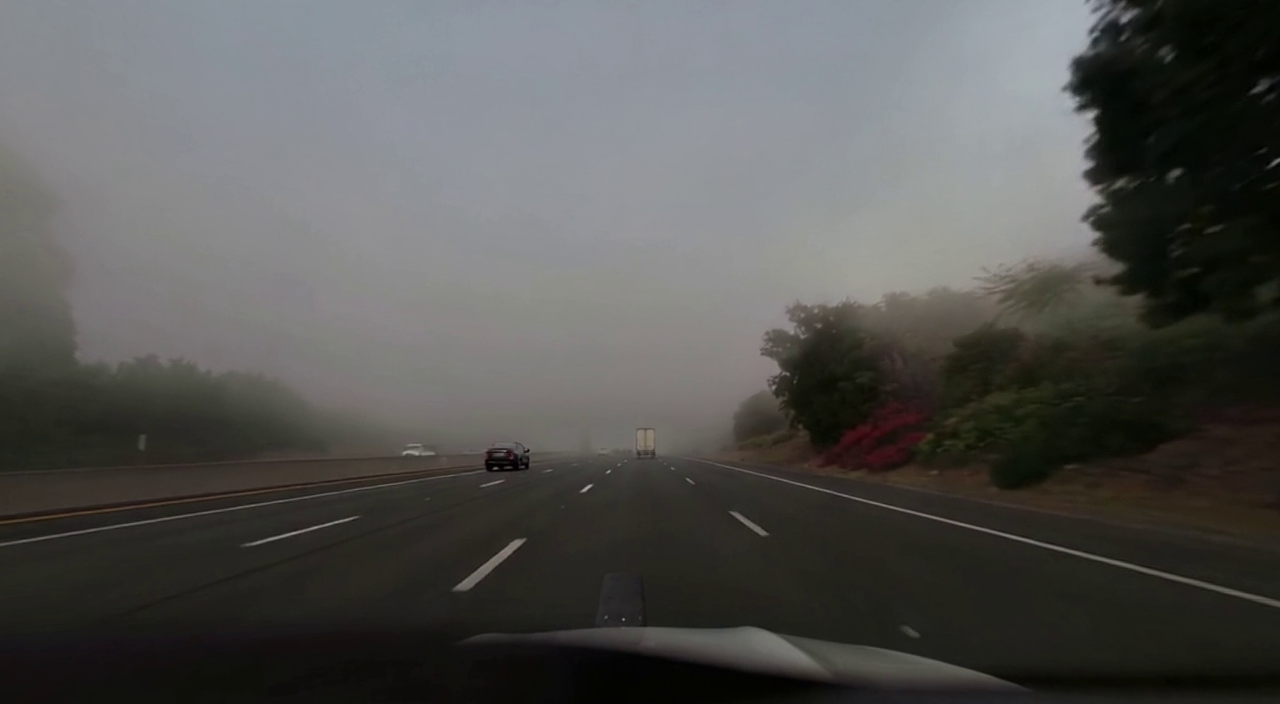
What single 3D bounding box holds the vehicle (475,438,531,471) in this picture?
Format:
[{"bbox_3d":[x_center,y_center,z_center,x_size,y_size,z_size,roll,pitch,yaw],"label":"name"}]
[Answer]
[{"bbox_3d":[-7.308,5.507,34.048,1.981,1.685,4.171,0,-8,1],"label":"vehicle"}]
